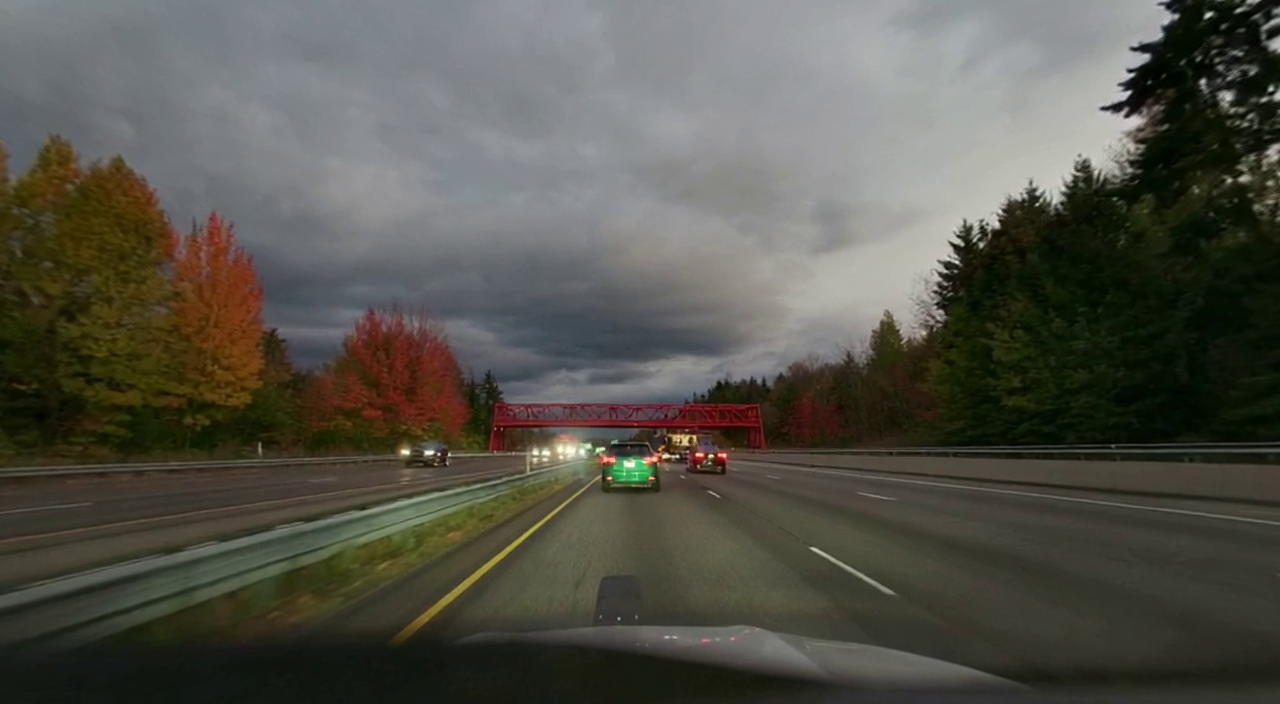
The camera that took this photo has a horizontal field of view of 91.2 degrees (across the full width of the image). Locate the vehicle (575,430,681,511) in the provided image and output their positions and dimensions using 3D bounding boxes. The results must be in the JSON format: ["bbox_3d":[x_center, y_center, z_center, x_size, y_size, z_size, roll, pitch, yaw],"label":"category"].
[{"bbox_3d":[-0.270,2.846,15.524,2.259,1.699,4.015,0,-9,0],"label":"vehicle"}]

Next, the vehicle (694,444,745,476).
[{"bbox_3d":[3.919,5.390,31.462,1.894,1.487,3.751,0,-9,-3],"label":"vehicle"}]

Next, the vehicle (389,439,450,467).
[{"bbox_3d":[-13.559,6.222,38.802,2.058,1.624,4.697,0,-9,0],"label":"vehicle"}]
